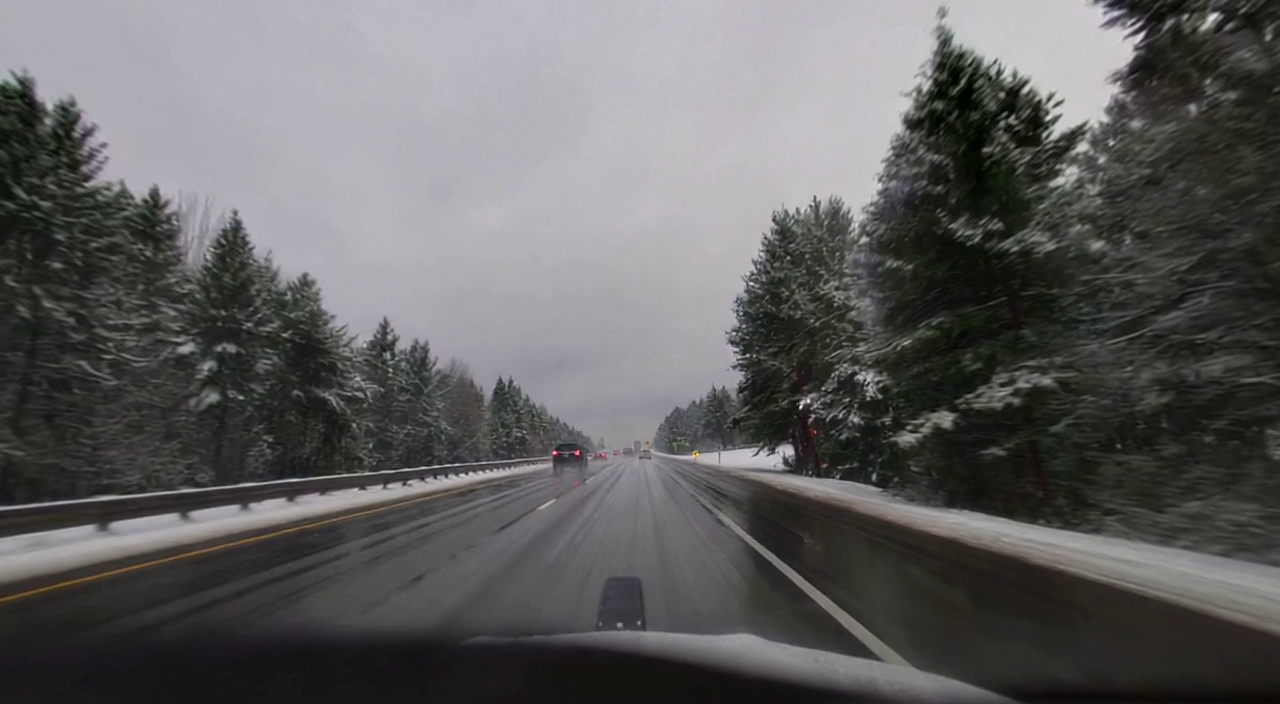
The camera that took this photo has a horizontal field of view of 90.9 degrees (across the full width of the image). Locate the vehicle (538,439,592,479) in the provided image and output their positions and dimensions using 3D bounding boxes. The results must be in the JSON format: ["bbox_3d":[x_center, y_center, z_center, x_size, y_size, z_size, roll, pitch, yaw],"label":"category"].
[{"bbox_3d":[-3.593,5.206,30.957,2.056,1.811,4.202,0,-9,1],"label":"vehicle"}]
